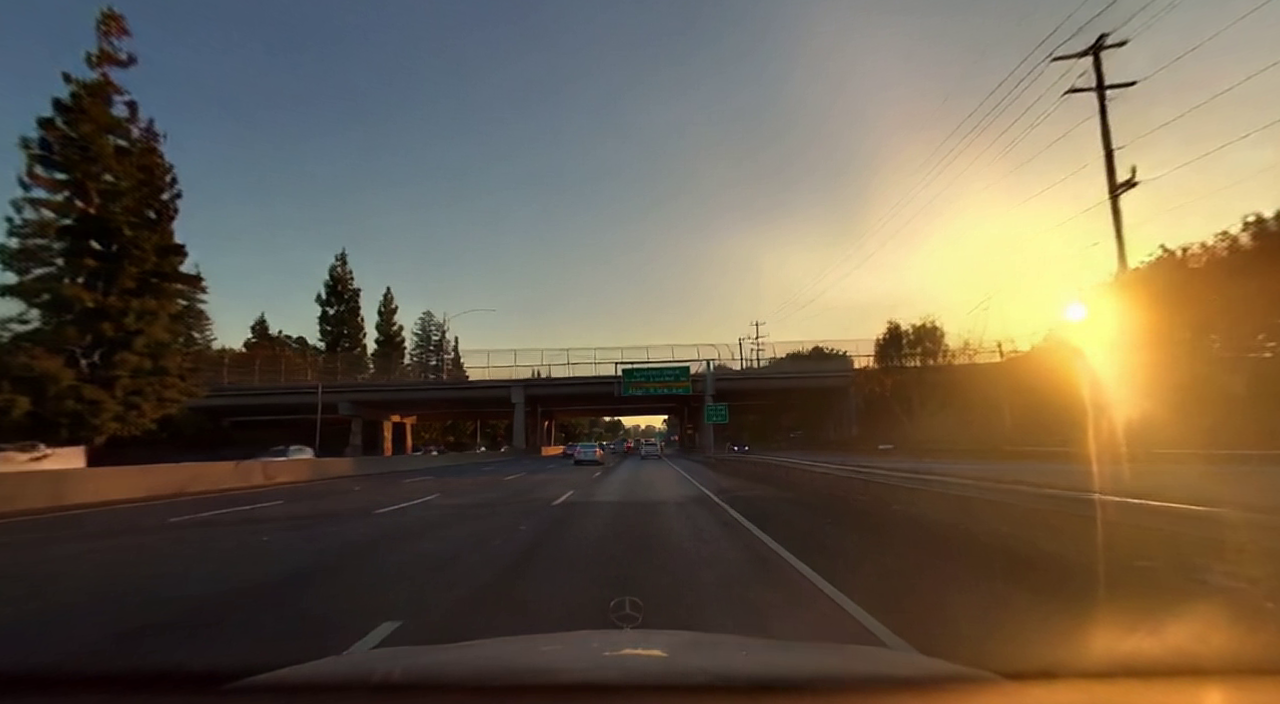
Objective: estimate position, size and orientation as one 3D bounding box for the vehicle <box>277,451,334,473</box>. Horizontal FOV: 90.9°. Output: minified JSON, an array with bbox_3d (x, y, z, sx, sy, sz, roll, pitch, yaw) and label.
[{"bbox_3d":[-25.008,8.216,47.370,1.801,1.466,4.527,0,-8,0],"label":"vehicle"}]

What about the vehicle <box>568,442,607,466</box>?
[{"bbox_3d":[-3.329,6.563,40.880,2.056,1.464,4.564,0,-8,1],"label":"vehicle"}]

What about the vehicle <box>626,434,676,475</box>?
[{"bbox_3d":[0.477,4.654,28.897,2.152,1.697,4.066,0,-8,0],"label":"vehicle"}]

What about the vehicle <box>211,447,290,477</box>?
[{"bbox_3d":[-21.798,6.159,35.458,1.915,1.541,3.976,0,-8,-1],"label":"vehicle"}]
